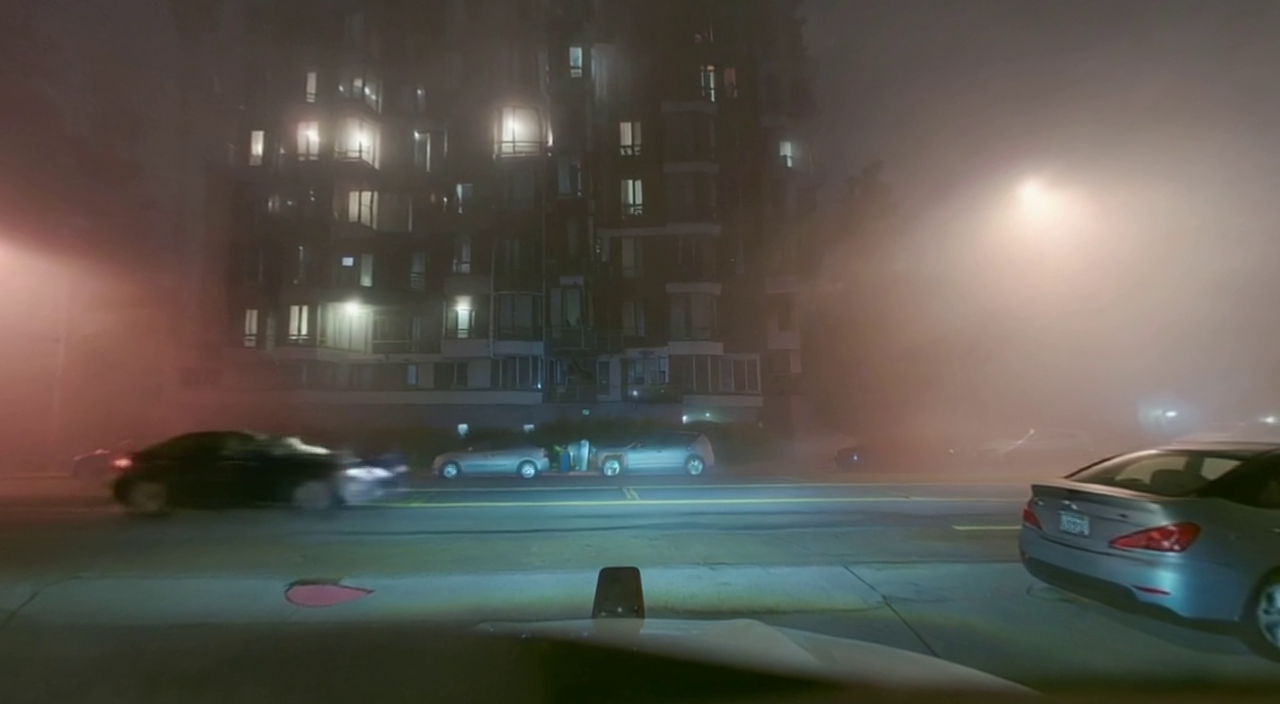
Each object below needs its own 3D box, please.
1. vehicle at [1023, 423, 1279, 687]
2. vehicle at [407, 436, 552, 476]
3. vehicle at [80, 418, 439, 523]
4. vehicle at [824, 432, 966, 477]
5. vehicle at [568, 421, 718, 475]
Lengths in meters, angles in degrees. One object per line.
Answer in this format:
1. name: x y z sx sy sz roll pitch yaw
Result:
1. vehicle: 5.909 1.324 4.794 4.714 1.471 1.978 -1 -4 1
2. vehicle: -5.769 3.836 23.225 4.851 1.339 1.785 0 -10 -2
3. vehicle: -5.973 1.909 10.467 4.609 1.508 2.039 0 -8 -1
4. vehicle: 9.448 3.798 23.630 4.521 1.411 1.726 -2 -7 -4
5. vehicle: 0.056 3.579 23.423 5.299 1.860 2.098 1 -9 -5
